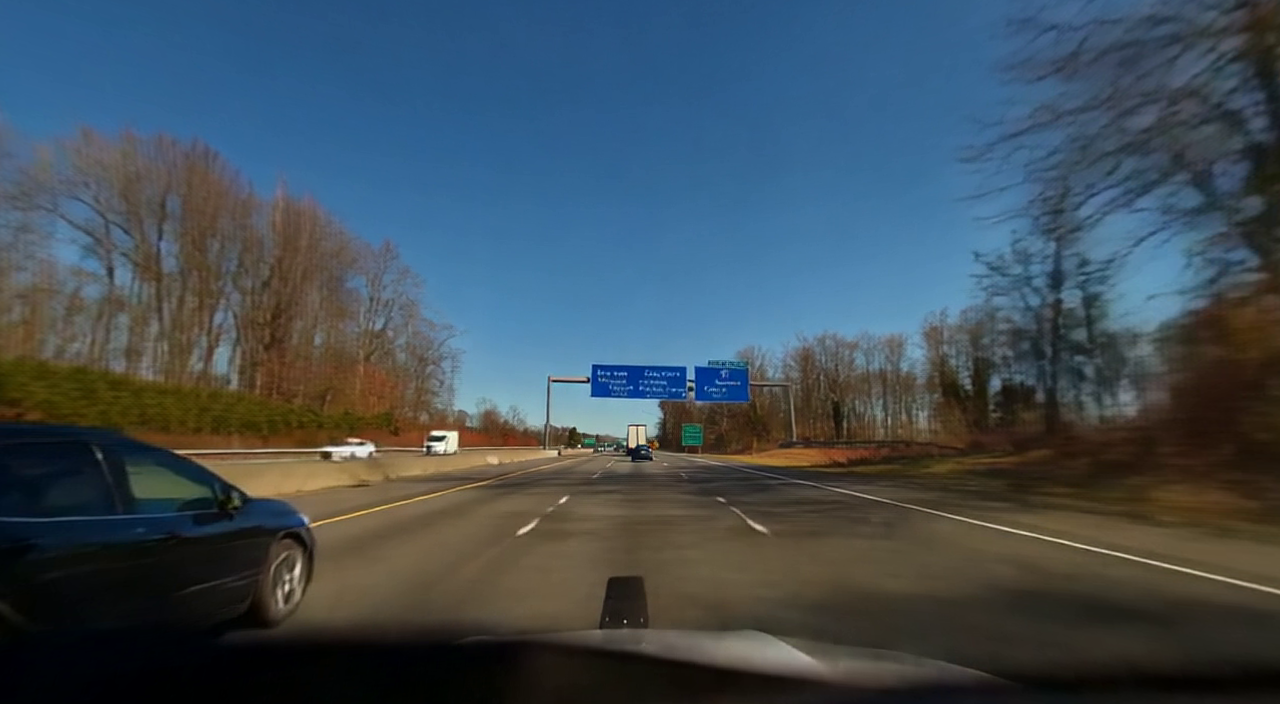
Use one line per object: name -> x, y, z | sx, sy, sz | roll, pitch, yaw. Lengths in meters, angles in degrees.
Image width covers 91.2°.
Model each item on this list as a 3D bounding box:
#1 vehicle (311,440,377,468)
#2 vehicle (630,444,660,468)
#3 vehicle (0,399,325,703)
vehicle -> -17.323, 5.977, 36.932 | 1.825, 1.494, 4.267 | 0, -8, 0
vehicle -> 0.318, 6.801, 41.335 | 1.859, 1.478, 3.799 | 0, -8, 0
vehicle -> -3.481, 0.962, 2.569 | 2.012, 1.500, 4.452 | 0, -8, 1
